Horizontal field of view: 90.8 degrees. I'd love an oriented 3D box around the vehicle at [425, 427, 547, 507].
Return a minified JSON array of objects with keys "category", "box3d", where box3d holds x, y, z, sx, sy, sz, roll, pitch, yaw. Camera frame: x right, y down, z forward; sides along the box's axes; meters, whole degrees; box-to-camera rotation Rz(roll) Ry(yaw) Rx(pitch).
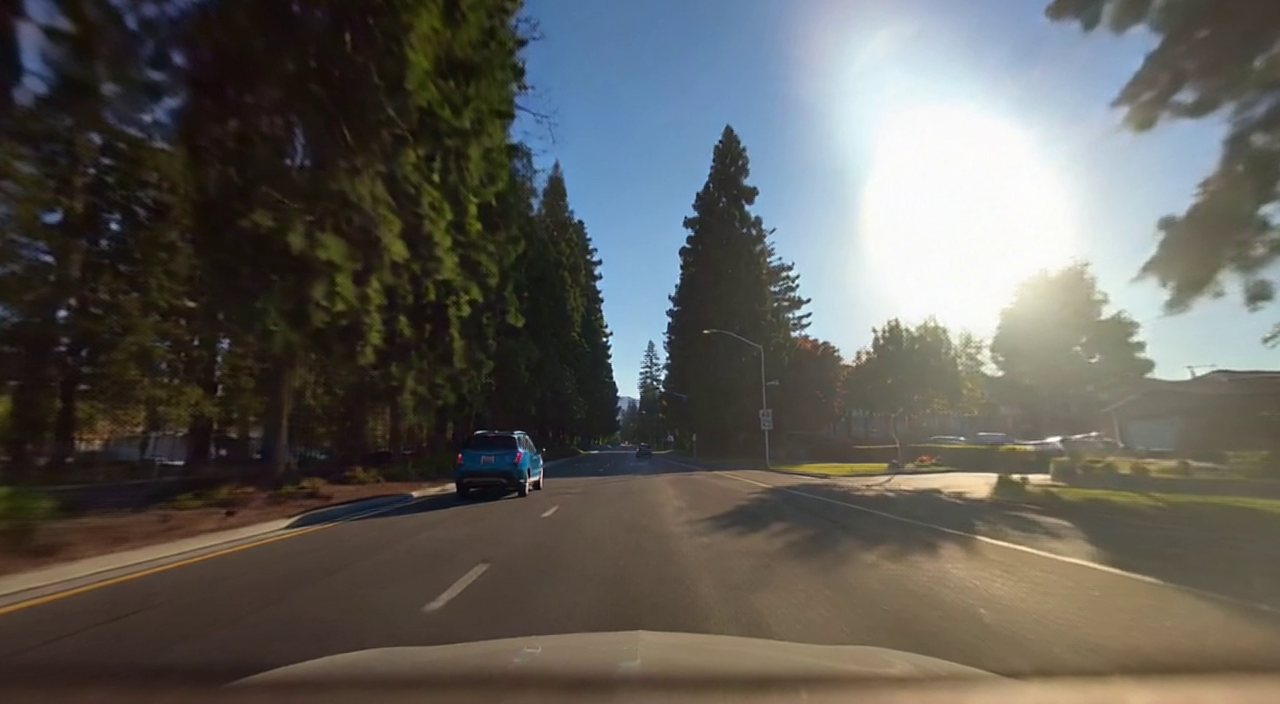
[{"category":"vehicle","box3d":[-3.758,2.884,16.281,2.078,1.748,4.279,0,-8,0]}]
